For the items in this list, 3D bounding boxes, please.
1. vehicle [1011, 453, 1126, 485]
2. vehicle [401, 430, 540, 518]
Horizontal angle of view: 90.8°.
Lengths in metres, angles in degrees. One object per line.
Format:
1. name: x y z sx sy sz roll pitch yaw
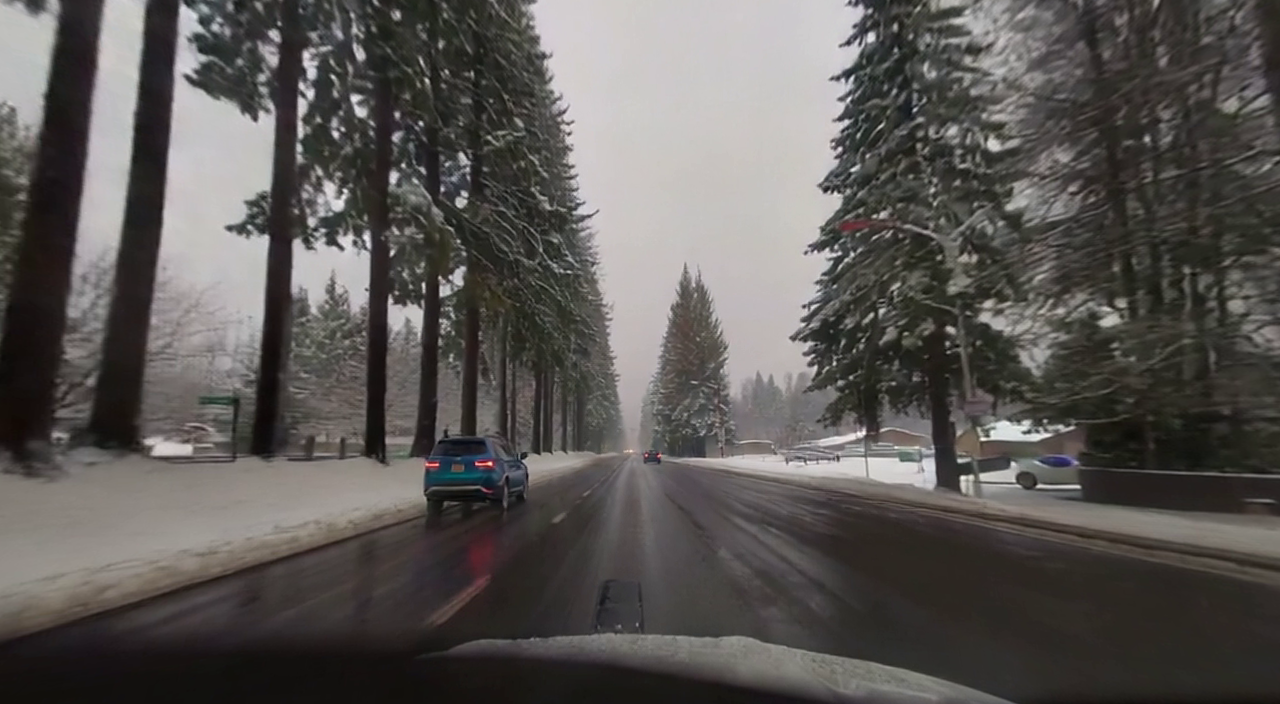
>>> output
1. vehicle: 20.909 5.706 30.996 4.145 1.418 1.988 -1 -9 8
2. vehicle: -3.744 2.777 14.899 2.078 1.748 4.279 0 -8 0
